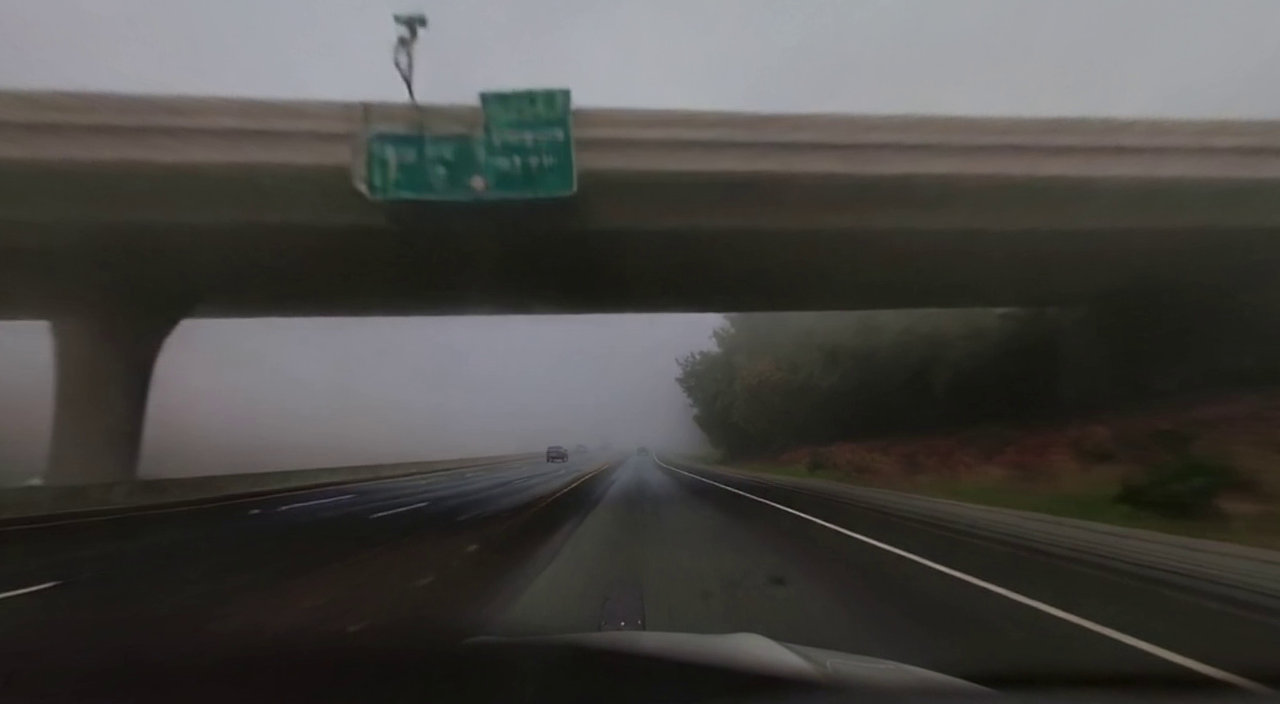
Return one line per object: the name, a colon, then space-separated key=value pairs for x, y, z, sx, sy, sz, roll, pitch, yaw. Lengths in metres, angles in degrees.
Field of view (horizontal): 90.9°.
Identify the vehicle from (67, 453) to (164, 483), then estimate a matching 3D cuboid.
vehicle: x=-25.591 y=5.670 z=30.911 sx=1.599 sy=1.361 sz=3.494 roll=-1 pitch=-9 yaw=4
